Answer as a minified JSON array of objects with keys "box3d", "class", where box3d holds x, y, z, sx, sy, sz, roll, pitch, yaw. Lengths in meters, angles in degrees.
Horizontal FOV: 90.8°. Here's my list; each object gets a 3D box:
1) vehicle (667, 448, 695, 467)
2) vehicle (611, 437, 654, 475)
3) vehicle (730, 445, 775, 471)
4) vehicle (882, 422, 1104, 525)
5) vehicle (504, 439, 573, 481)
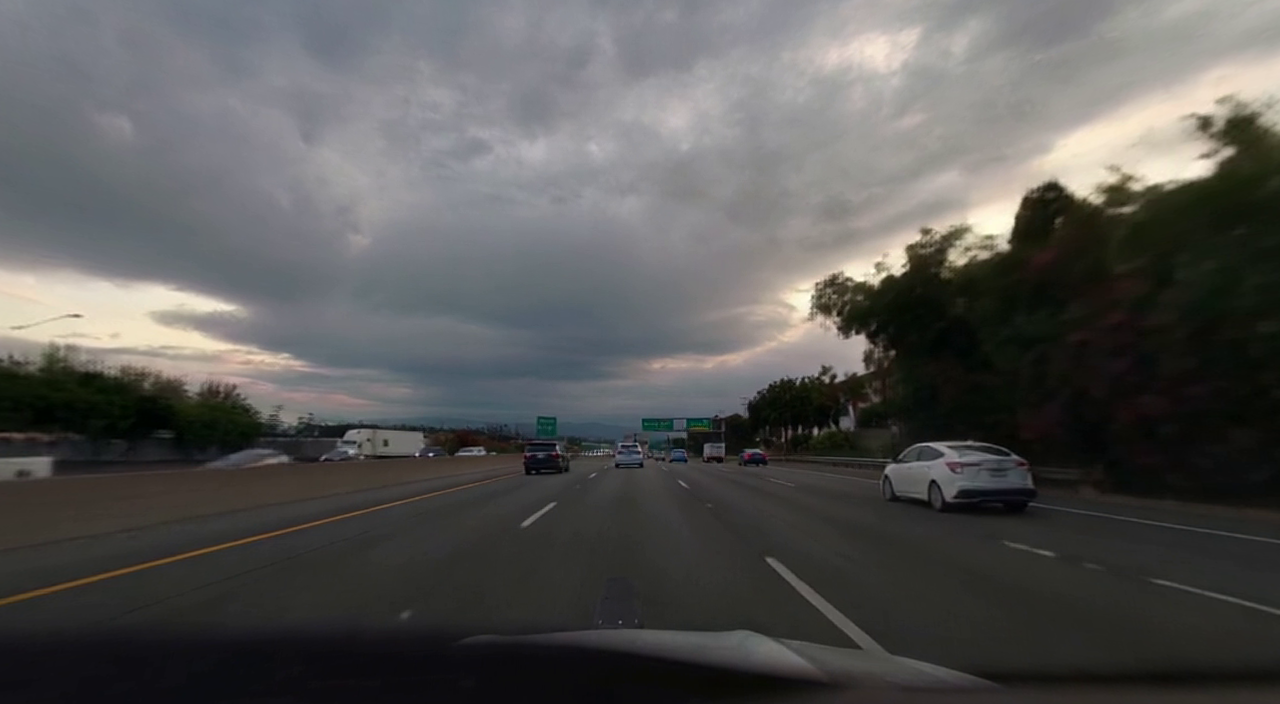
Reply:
[{"box3d":[3.032,7.938,47.550,1.816,1.353,3.809,0,-9,-1],"class":"vehicle"},{"box3d":[-0.340,5.230,31.999,2.002,1.759,4.658,0,-9,0],"class":"vehicle"},{"box3d":[6.768,6.398,38.376,1.879,1.428,4.402,0,-9,-1],"class":"vehicle"},{"box3d":[6.626,2.311,12.536,1.944,1.666,4.184,0,-9,0],"class":"vehicle"},{"box3d":[-4.226,4.610,27.202,2.126,1.631,4.643,0,-9,1],"class":"vehicle"}]
